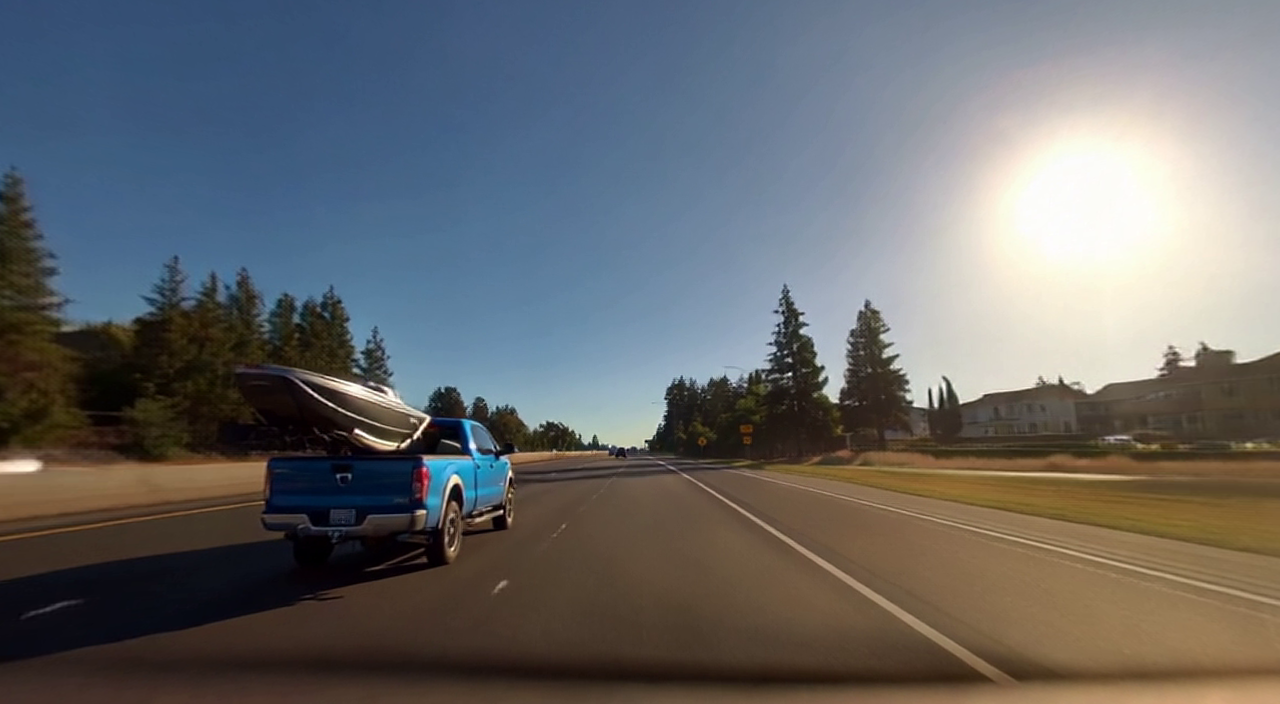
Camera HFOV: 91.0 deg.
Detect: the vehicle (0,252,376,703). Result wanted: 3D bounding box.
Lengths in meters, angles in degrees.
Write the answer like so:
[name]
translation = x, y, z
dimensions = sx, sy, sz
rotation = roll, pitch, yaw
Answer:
[vehicle]
translation = -2.887, 0.645, 1.701
dimensions = 1.919, 1.935, 5.609
rotation = 0, -9, 0
